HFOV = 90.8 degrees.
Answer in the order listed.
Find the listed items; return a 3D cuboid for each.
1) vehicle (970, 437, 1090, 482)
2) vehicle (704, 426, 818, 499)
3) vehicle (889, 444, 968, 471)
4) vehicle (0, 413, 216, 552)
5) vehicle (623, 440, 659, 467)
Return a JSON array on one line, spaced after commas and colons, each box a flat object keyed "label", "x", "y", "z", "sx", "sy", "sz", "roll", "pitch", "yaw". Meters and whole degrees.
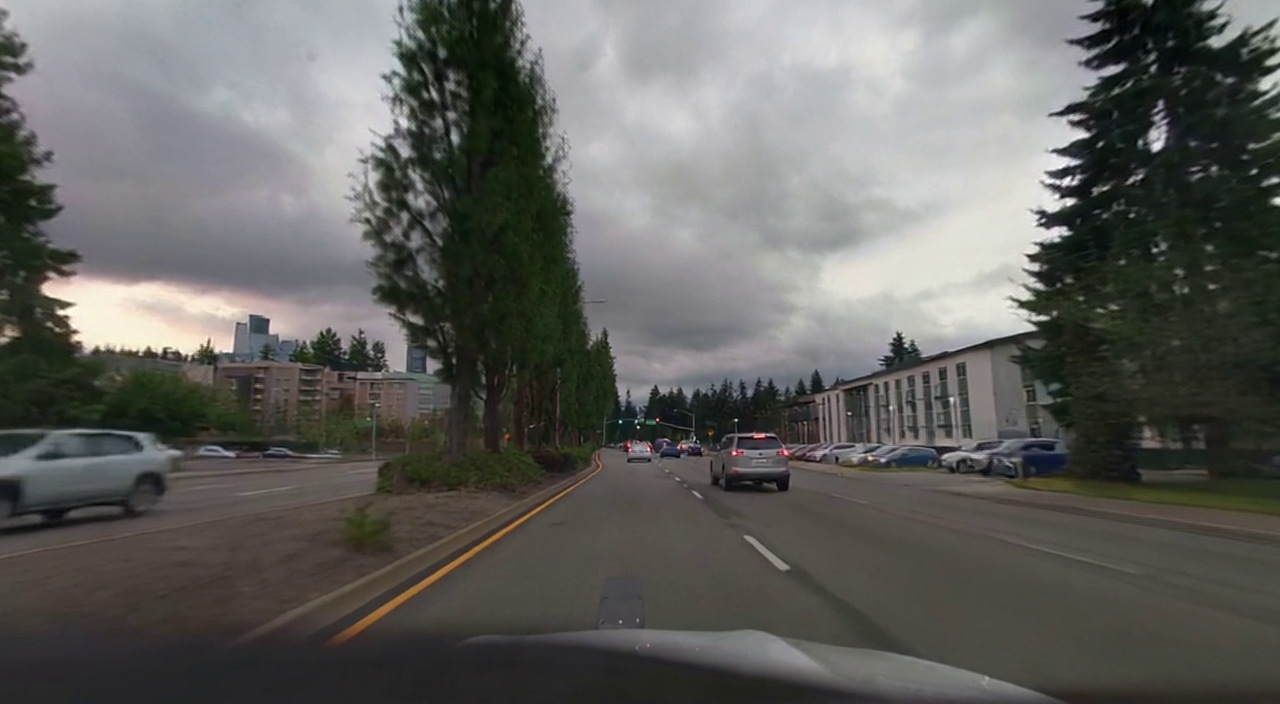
[{"label": "vehicle", "x": 15.962, "y": 4.409, "z": 26.210, "sx": 1.812, "sy": 1.687, "sz": 4.579, "roll": 1, "pitch": -9, "yaw": -3}, {"label": "vehicle", "x": 3.276, "y": 3.136, "z": 18.227, "sx": 2.235, "sy": 1.806, "sz": 4.818, "roll": 0, "pitch": -9, "yaw": -1}, {"label": "vehicle", "x": 17.320, "y": 6.312, "z": 37.990, "sx": 3.958, "sy": 1.524, "sz": 2.061, "roll": 3, "pitch": -10, "yaw": -20}, {"label": "vehicle", "x": -9.107, "y": 1.883, "z": 9.555, "sx": 2.093, "sy": 1.728, "sz": 4.735, "roll": 0, "pitch": -9, "yaw": 0}, {"label": "vehicle", "x": 0.032, "y": 6.336, "z": 39.634, "sx": 2.145, "sy": 1.572, "sz": 4.021, "roll": 0, "pitch": -9, "yaw": -1}]
